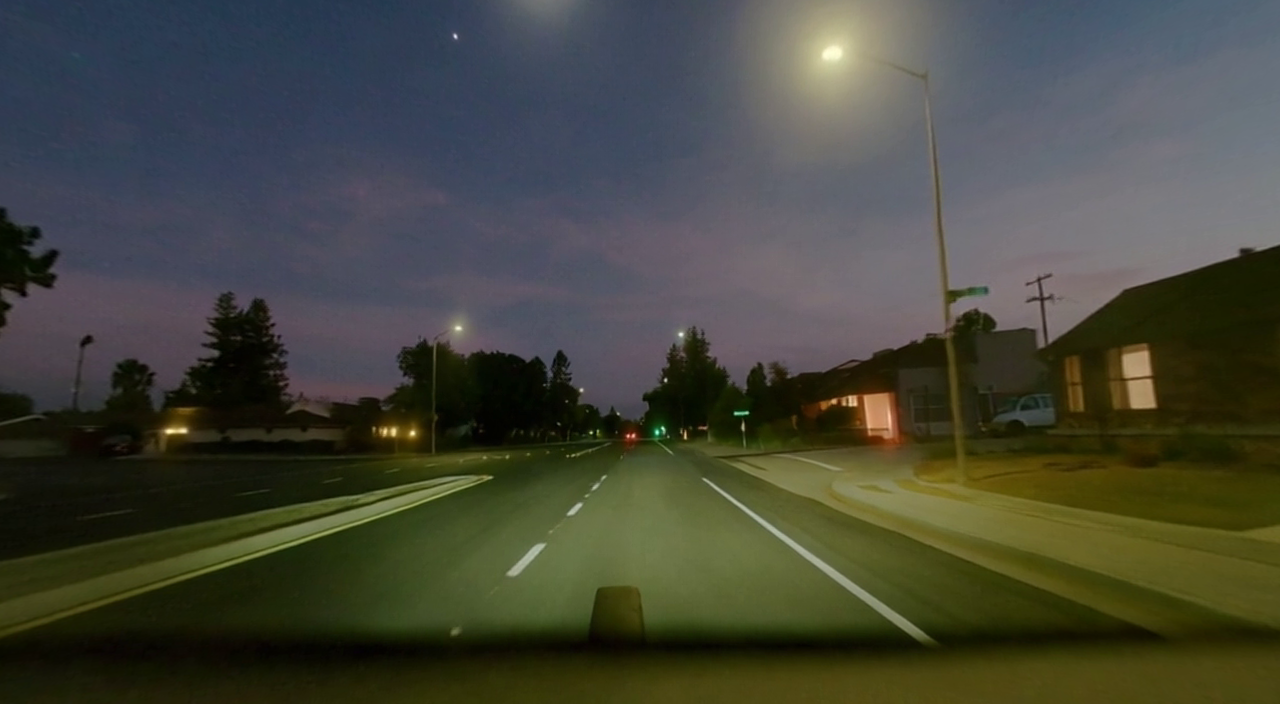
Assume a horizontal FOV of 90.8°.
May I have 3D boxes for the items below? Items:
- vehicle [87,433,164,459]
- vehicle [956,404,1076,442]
[{"bbox_3d":[-29.944,5.494,36.936,1.991,1.435,4.421,2,-9,-18],"label":"vehicle"},{"bbox_3d":[18.853,3.602,31.869,4.698,1.583,2.081,2,-11,1],"label":"vehicle"}]
